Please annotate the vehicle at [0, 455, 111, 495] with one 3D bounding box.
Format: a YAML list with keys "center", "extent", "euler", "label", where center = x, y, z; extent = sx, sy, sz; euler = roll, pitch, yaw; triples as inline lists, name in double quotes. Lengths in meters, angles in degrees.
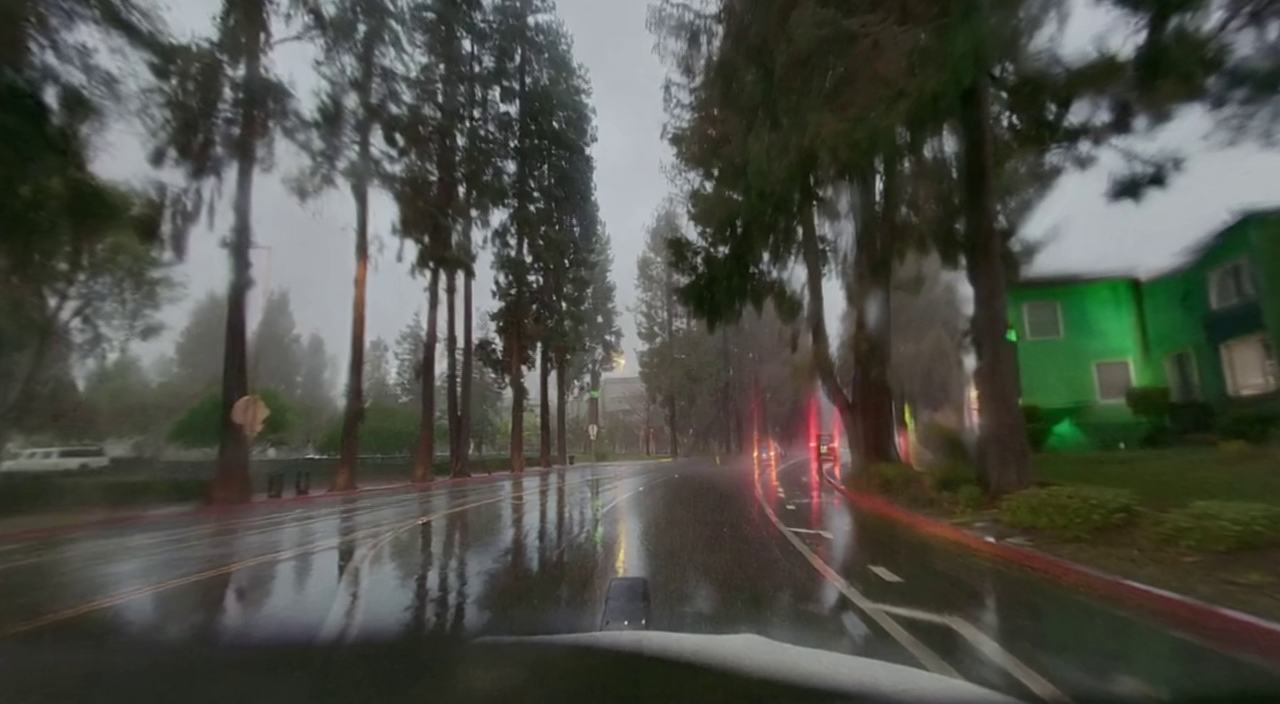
- center: [-38.414, 8.028, 41.228]
  extent: [6.662, 2.398, 2.719]
  euler: [-5, -11, 22]
  label: "vehicle"
